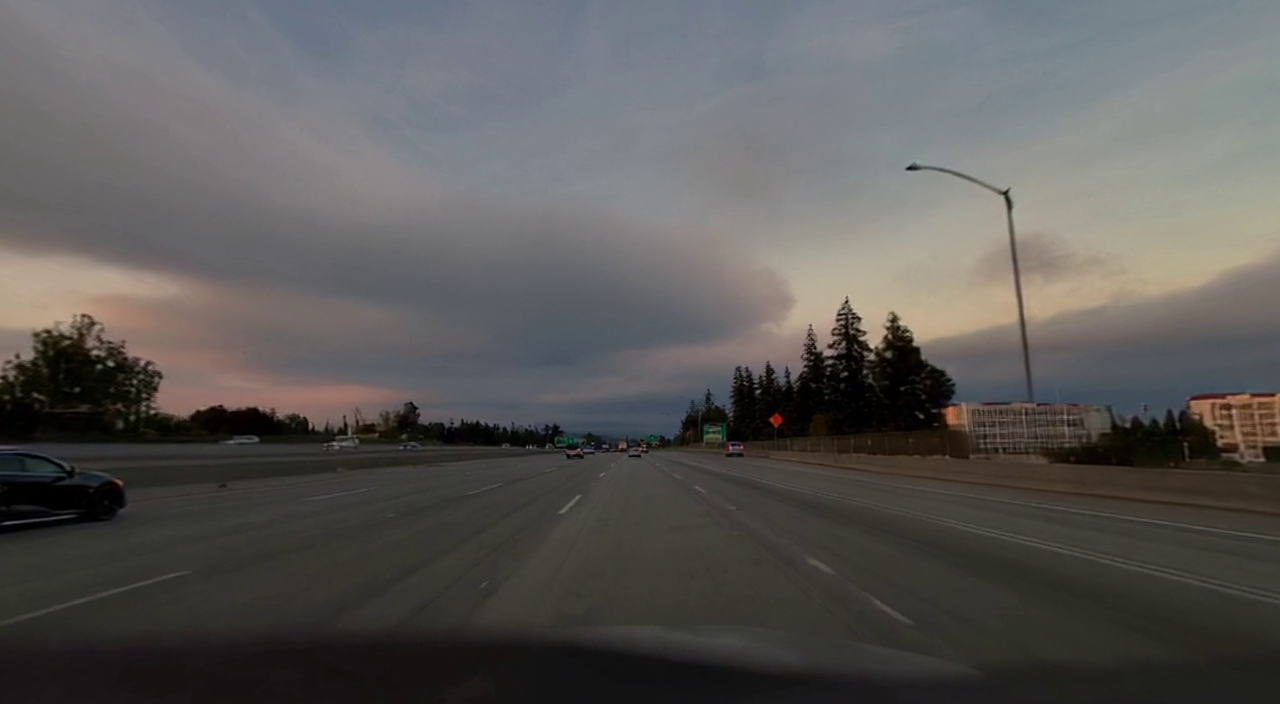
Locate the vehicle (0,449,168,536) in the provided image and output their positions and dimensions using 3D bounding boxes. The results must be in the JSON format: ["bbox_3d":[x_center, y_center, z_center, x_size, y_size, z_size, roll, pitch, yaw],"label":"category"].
[{"bbox_3d":[-11.456,2.517,11.627,1.983,1.381,4.464,-1,-8,2],"label":"vehicle"}]
